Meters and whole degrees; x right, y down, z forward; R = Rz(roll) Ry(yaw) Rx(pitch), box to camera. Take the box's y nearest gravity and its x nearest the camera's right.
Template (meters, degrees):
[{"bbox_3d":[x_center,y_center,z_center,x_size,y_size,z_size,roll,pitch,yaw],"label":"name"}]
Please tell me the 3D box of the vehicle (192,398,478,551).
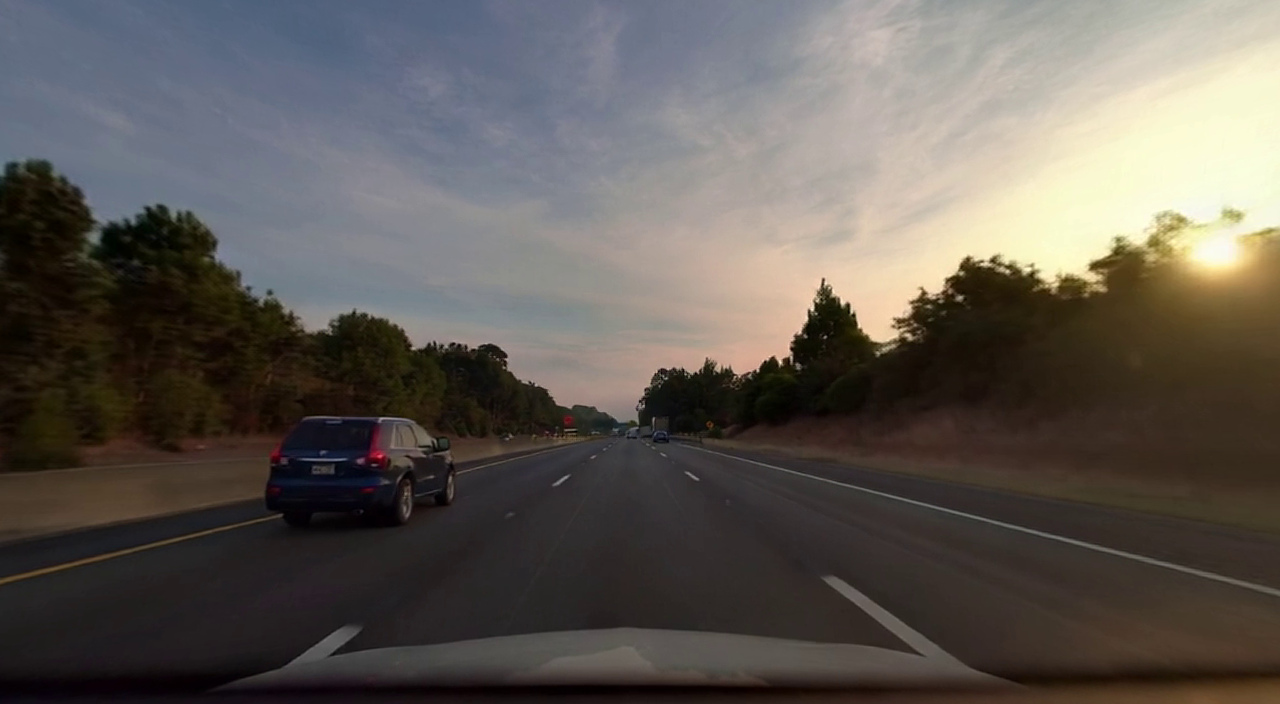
[{"bbox_3d":[-3.769,1.570,8.722,2.000,1.620,3.929,0,-8,0],"label":"vehicle"}]
